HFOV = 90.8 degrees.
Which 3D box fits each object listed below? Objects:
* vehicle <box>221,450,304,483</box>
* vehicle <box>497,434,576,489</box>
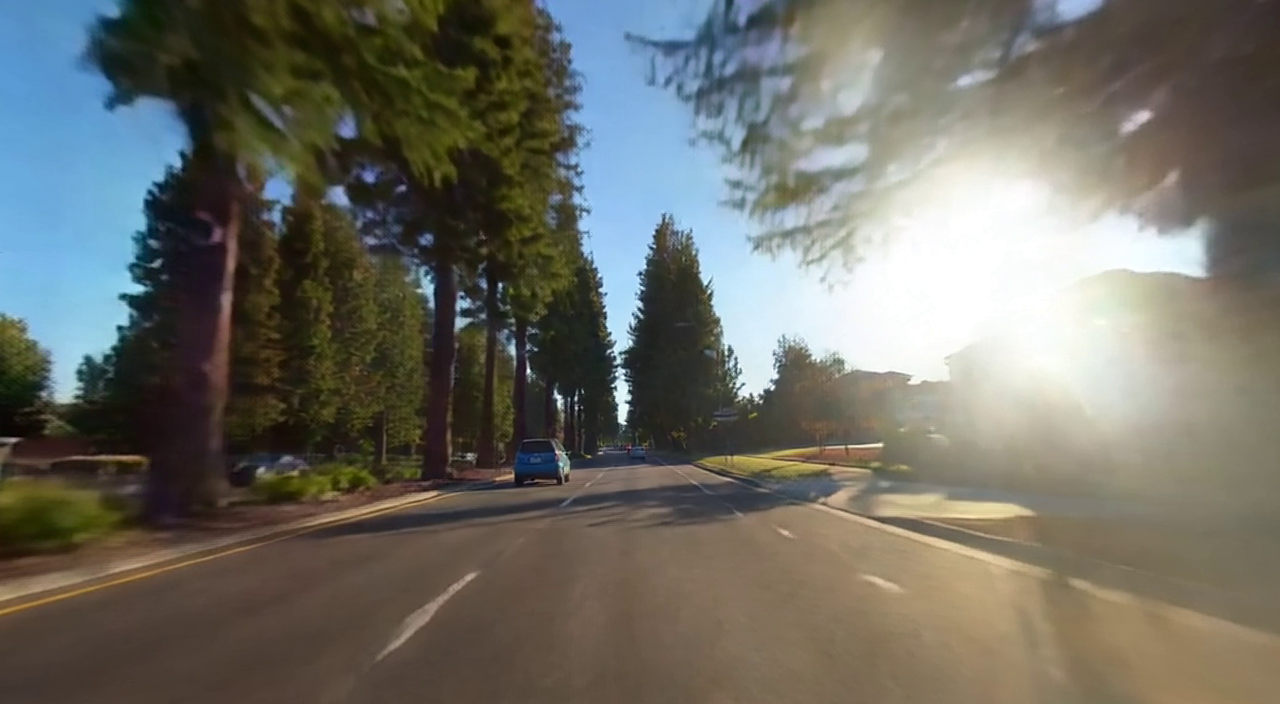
[{"bbox_3d":[-21.240,6.442,35.795,1.897,1.690,4.492,0,-8,0],"label":"vehicle"},{"bbox_3d":[-3.602,3.886,22.742,2.078,1.748,4.279,0,-8,0],"label":"vehicle"}]
